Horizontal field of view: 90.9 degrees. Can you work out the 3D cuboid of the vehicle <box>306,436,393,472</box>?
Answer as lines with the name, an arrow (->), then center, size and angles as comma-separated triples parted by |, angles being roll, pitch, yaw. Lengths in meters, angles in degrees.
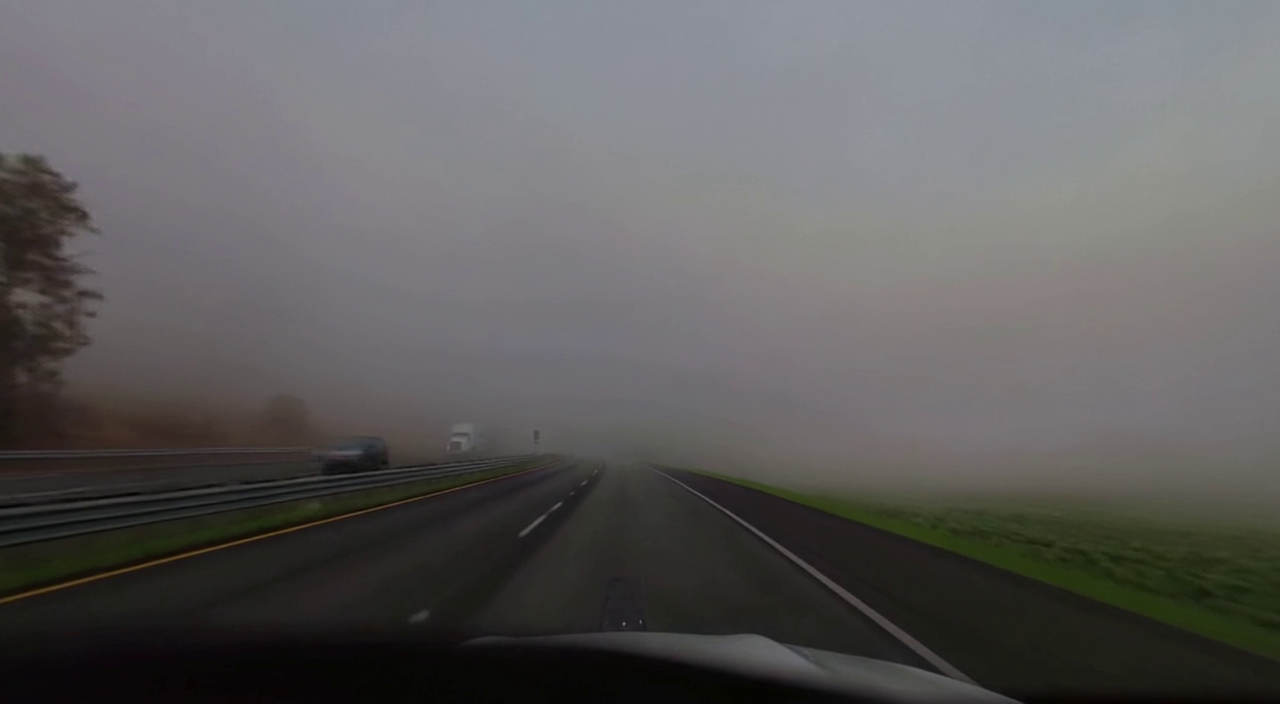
vehicle -> -12.565, 4.464, 27.570 | 1.936, 1.433, 4.003 | 0, -9, -1
